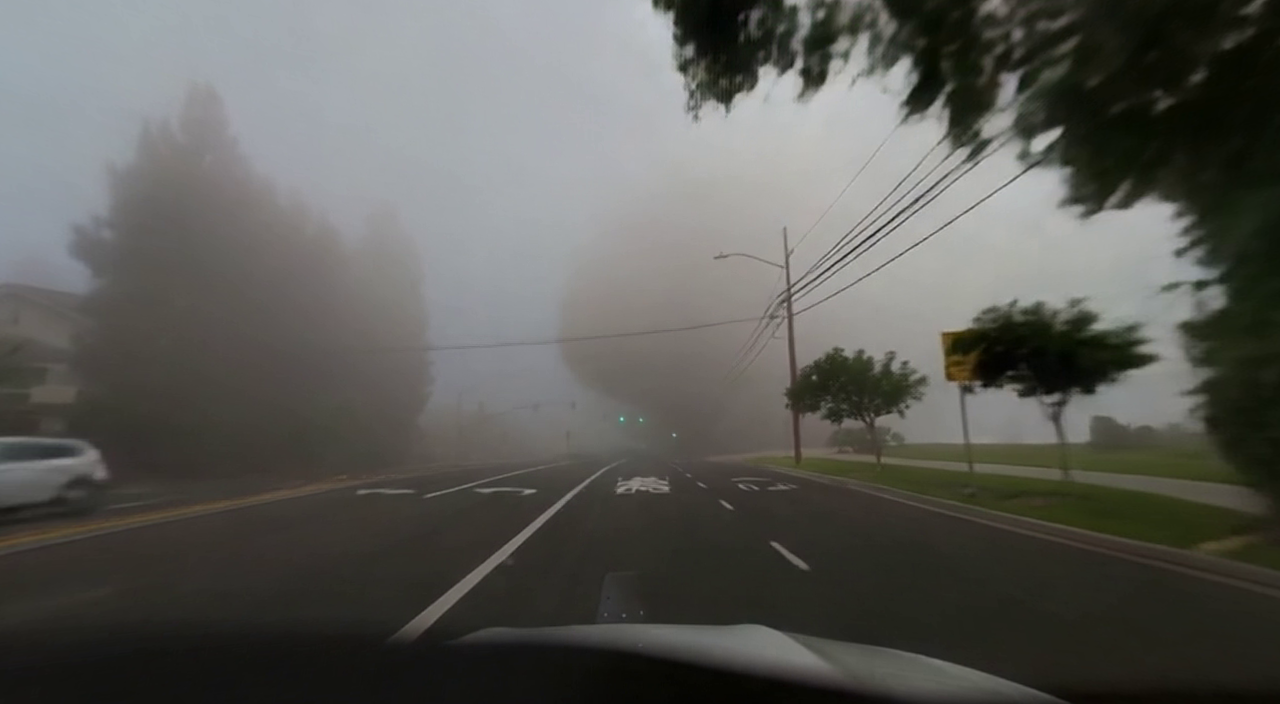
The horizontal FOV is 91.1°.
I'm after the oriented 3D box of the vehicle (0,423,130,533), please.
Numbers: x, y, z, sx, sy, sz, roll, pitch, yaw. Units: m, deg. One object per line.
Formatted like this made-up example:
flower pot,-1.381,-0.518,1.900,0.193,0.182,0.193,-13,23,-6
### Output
vehicle,-11.915,2.194,10.938,2.045,1.847,4.674,-1,-8,0
